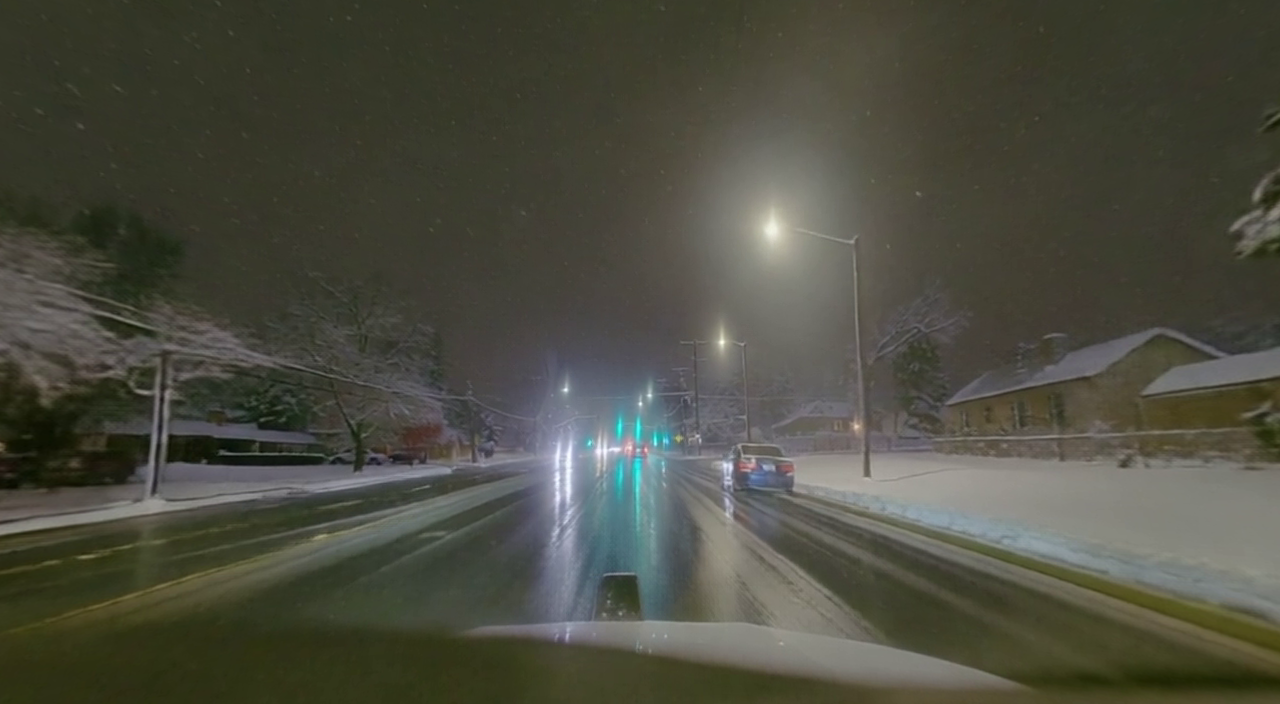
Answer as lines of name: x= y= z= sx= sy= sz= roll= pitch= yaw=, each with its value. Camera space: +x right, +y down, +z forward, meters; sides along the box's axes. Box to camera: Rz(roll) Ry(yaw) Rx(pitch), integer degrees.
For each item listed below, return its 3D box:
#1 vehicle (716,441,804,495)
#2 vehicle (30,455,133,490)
vehicle: x=3.712 y=3.649 z=20.332 sx=1.942 sy=1.502 sz=4.244 roll=0 pitch=-8 yaw=-1
vehicle: x=-27.671 y=5.936 z=31.510 sx=1.753 sy=1.424 sz=4.492 roll=-2 pitch=-8 yaw=-11
